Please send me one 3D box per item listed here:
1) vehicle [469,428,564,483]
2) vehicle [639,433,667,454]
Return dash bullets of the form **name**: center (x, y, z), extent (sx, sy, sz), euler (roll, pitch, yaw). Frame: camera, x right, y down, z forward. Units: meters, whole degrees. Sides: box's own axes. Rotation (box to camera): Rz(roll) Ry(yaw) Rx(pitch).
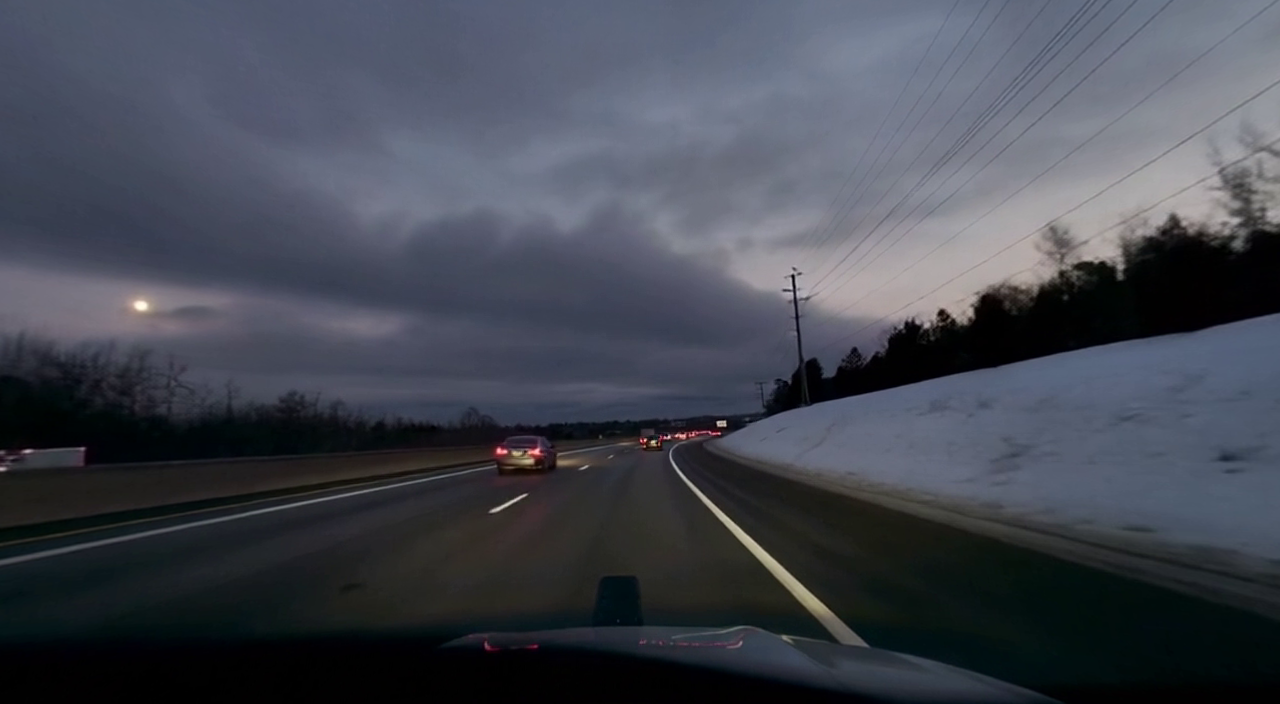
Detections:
- **vehicle**: center (-3.750, 3.212, 19.891), extent (2.030, 1.522, 4.250), euler (0, -8, 1)
- **vehicle**: center (1.031, 6.910, 47.480), extent (2.077, 1.523, 4.206), euler (0, -8, 3)
